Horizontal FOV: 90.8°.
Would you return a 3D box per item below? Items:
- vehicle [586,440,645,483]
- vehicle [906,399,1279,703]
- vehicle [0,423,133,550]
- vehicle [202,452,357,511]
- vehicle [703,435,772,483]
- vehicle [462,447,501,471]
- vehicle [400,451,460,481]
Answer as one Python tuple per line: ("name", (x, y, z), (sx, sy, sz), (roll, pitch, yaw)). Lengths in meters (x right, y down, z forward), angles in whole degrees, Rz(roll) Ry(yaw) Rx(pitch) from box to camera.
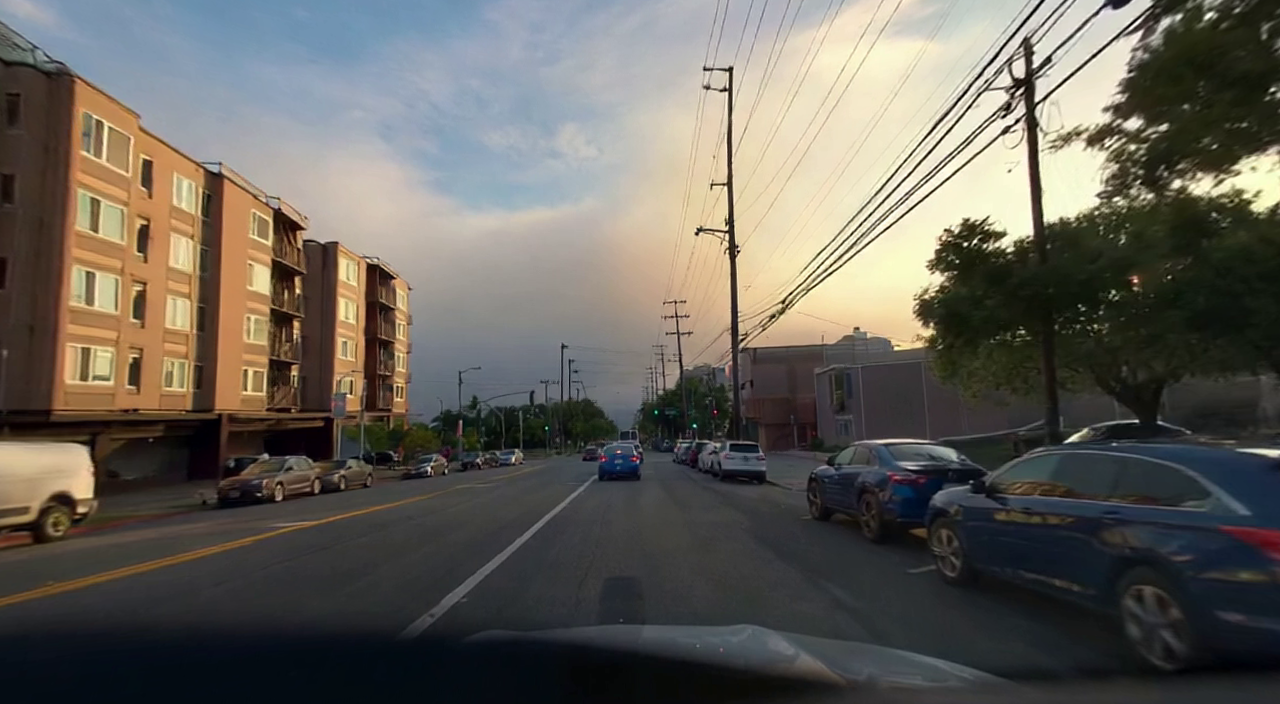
("vehicle", (-0.849, 4.087, 23.844), (2.019, 1.453, 4.603), (0, -9, 0))
("vehicle", (4.017, 1.315, 4.945), (1.941, 1.575, 4.315), (0, -9, 0))
("vehicle", (-11.833, 2.312, 10.375), (2.312, 2.106, 5.718), (-5, -9, 0))
("vehicle", (-11.968, 4.299, 21.564), (2.242, 1.534, 5.414), (-4, -9, -1))
("vehicle", (3.738, 4.201, 25.068), (1.967, 1.721, 4.410), (0, -9, -1))
("vehicle", (-12.071, 8.160, 48.326), (2.011, 1.687, 4.079), (-2, -9, -2))
("vehicle", (-12.014, 6.505, 36.404), (1.868, 1.491, 4.367), (-4, -9, 1))
